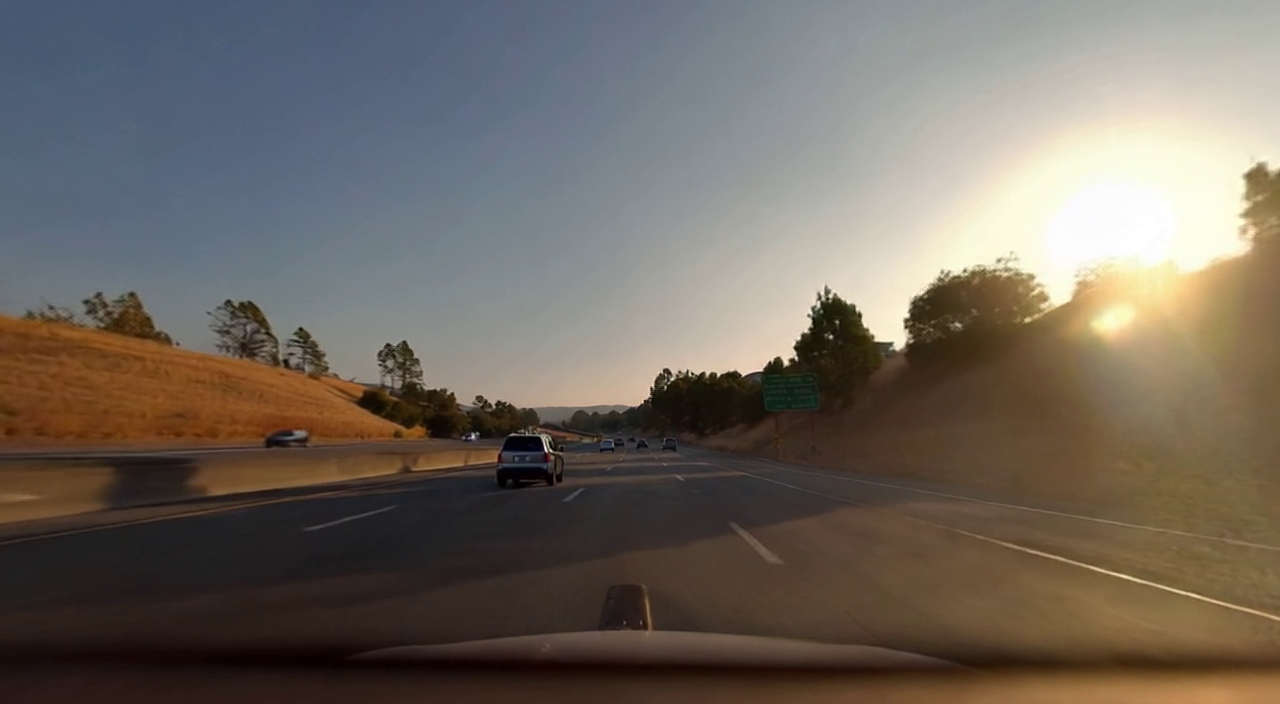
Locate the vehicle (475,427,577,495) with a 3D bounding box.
[{"bbox_3d":[-3.424,3.409,20.037,2.218,1.848,4.789,-1,-9,1],"label":"vehicle"}]

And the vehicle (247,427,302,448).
[{"bbox_3d":[-28.448,6.703,49.191,1.845,1.561,3.894,-1,-9,2],"label":"vehicle"}]
